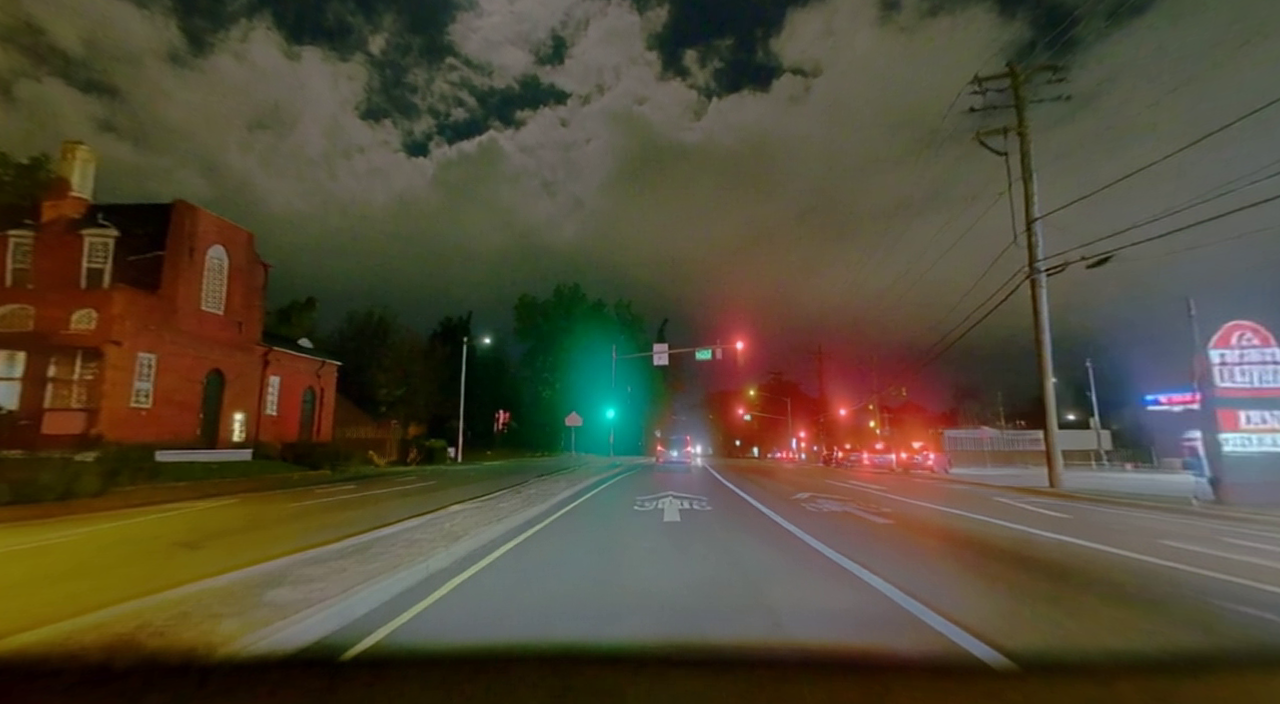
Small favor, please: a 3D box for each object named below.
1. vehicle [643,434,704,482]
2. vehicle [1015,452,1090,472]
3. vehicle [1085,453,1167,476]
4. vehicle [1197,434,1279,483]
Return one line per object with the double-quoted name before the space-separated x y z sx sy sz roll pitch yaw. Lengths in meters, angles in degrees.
"vehicle" 1.273 3.906 23.556 2.032 1.621 4.082 -1 -9 4
"vehicle" 32.426 8.619 49.760 4.597 1.494 1.882 -8 -11 42
"vehicle" 33.377 7.711 43.453 4.205 1.478 1.782 -8 -11 41
"vehicle" 25.197 4.182 25.047 4.553 1.799 2.103 1 -9 -10
